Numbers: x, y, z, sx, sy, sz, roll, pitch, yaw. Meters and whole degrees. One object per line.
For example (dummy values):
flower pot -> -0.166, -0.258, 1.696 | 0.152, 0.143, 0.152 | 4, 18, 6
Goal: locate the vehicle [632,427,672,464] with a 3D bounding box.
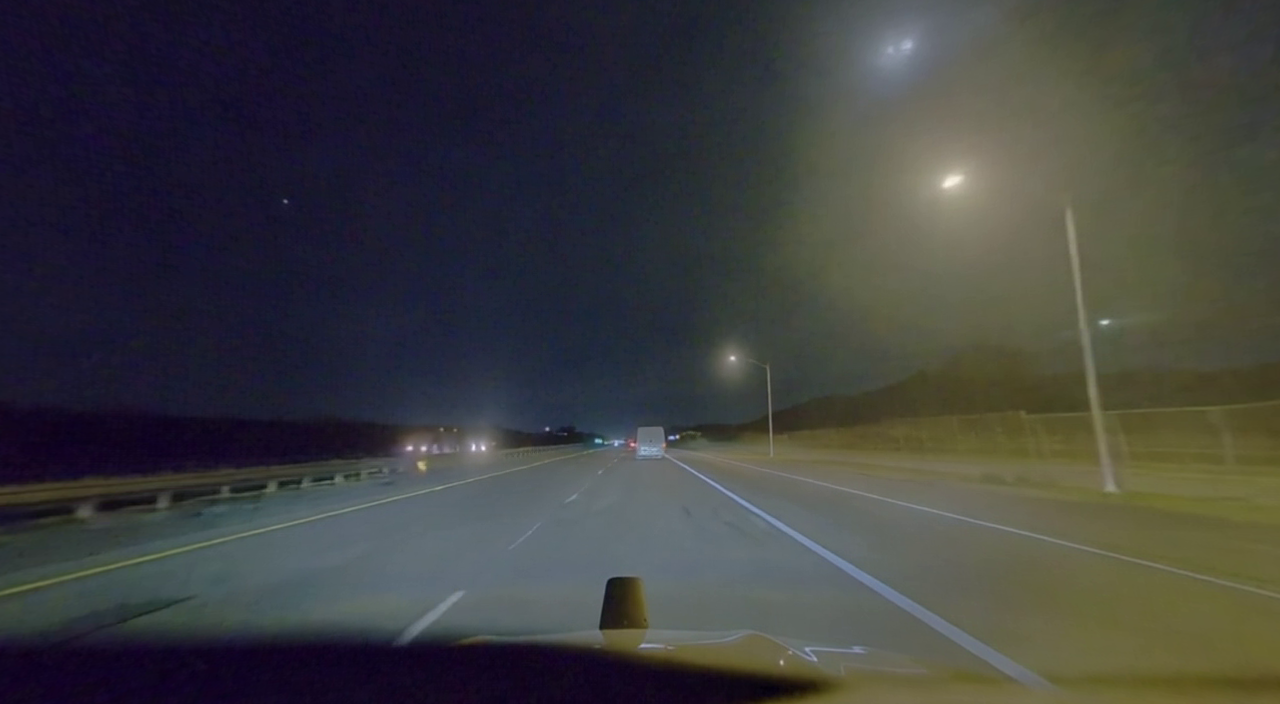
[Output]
vehicle -> 0.717, 5.813, 39.058 | 2.277, 2.109, 4.922 | 0, -8, 0

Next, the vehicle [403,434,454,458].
vehicle -> -16.087, 7.200, 48.152 | 1.994, 1.747, 4.842 | 0, -8, 2
